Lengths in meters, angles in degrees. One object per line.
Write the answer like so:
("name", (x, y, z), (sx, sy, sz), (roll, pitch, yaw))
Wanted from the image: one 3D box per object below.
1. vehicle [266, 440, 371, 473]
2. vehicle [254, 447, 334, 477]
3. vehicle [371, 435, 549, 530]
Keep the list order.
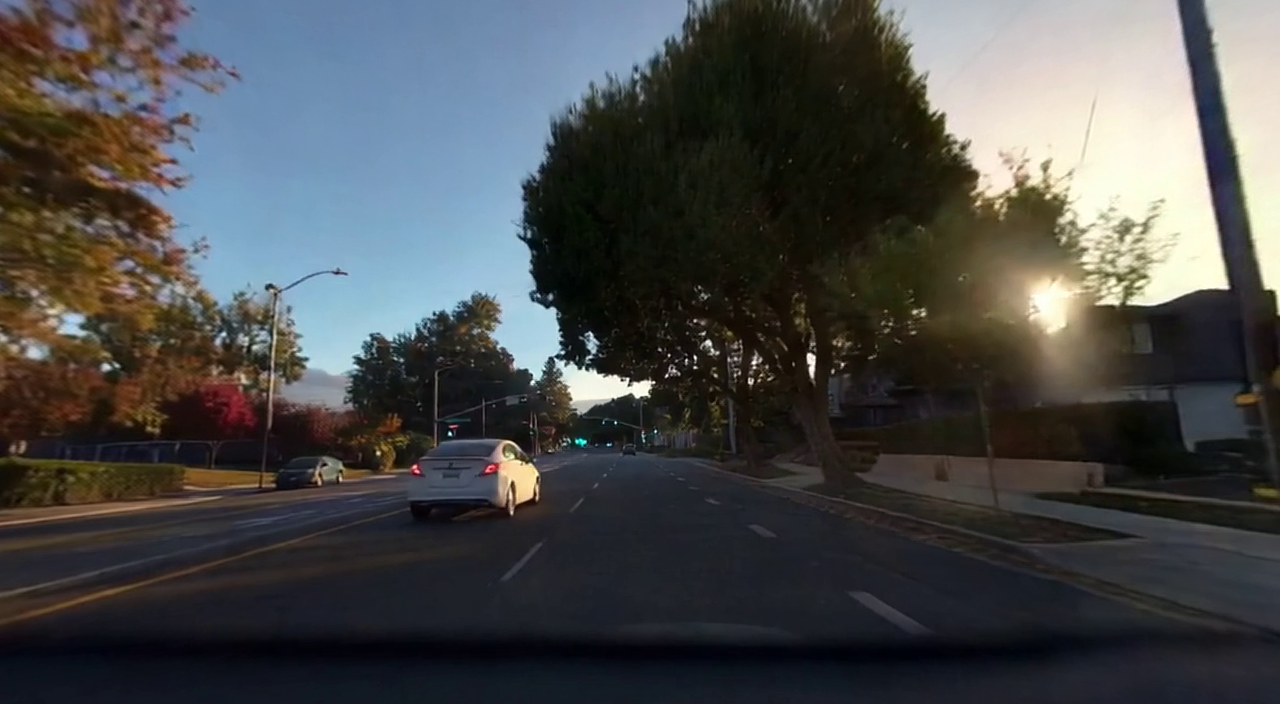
("vehicle", (-20.207, 6.598, 39.921), (5.385, 1.975, 2.195), (0, -9, -1))
("vehicle", (-20.069, 6.392, 36.744), (3.670, 1.486, 1.735), (-3, -10, -3))
("vehicle", (-3.163, 2.389, 12.170), (2.113, 1.493, 4.222), (0, -9, 1))
